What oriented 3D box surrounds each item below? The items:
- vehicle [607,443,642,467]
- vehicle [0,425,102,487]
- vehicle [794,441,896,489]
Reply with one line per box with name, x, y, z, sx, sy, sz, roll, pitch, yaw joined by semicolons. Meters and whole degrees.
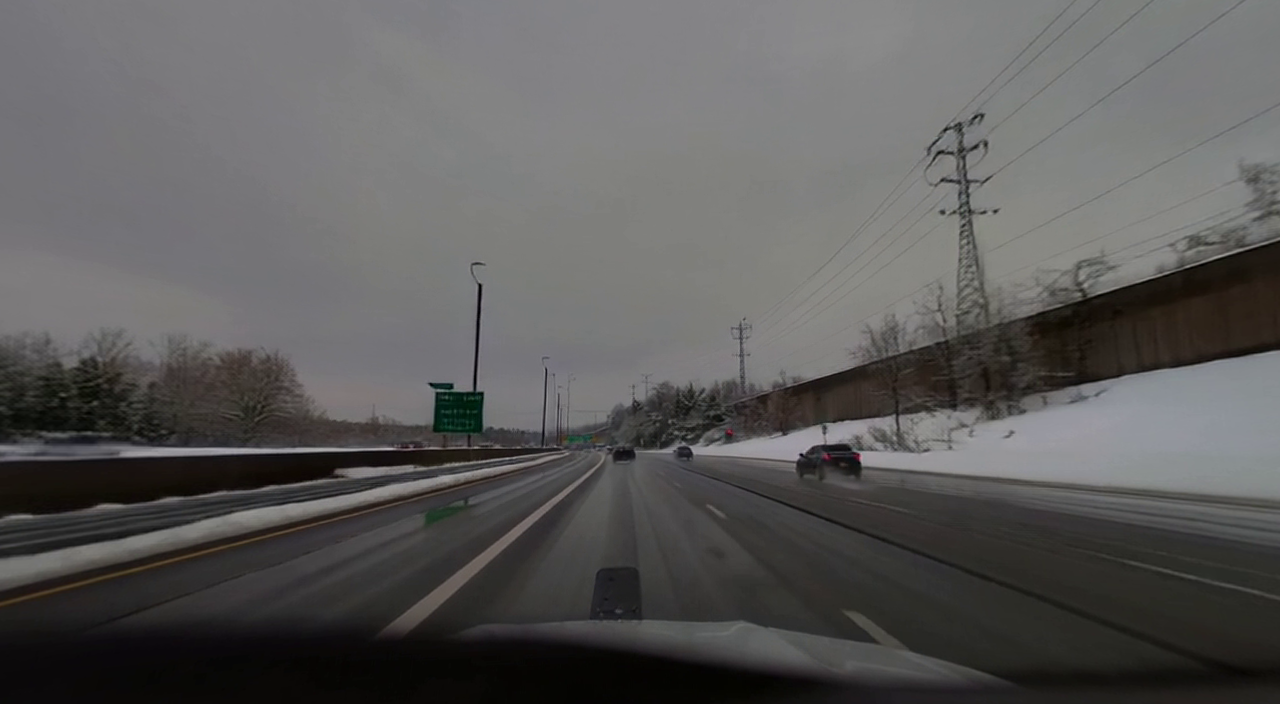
vehicle;-1.059;6.787;41.706;2.109;1.489;4.027;1;-9;-4
vehicle;-20.453;3.284;20.058;2.115;1.861;5.374;0;-9;-2
vehicle;6.767;3.770;21.438;1.876;1.451;4.154;0;-9;-3
